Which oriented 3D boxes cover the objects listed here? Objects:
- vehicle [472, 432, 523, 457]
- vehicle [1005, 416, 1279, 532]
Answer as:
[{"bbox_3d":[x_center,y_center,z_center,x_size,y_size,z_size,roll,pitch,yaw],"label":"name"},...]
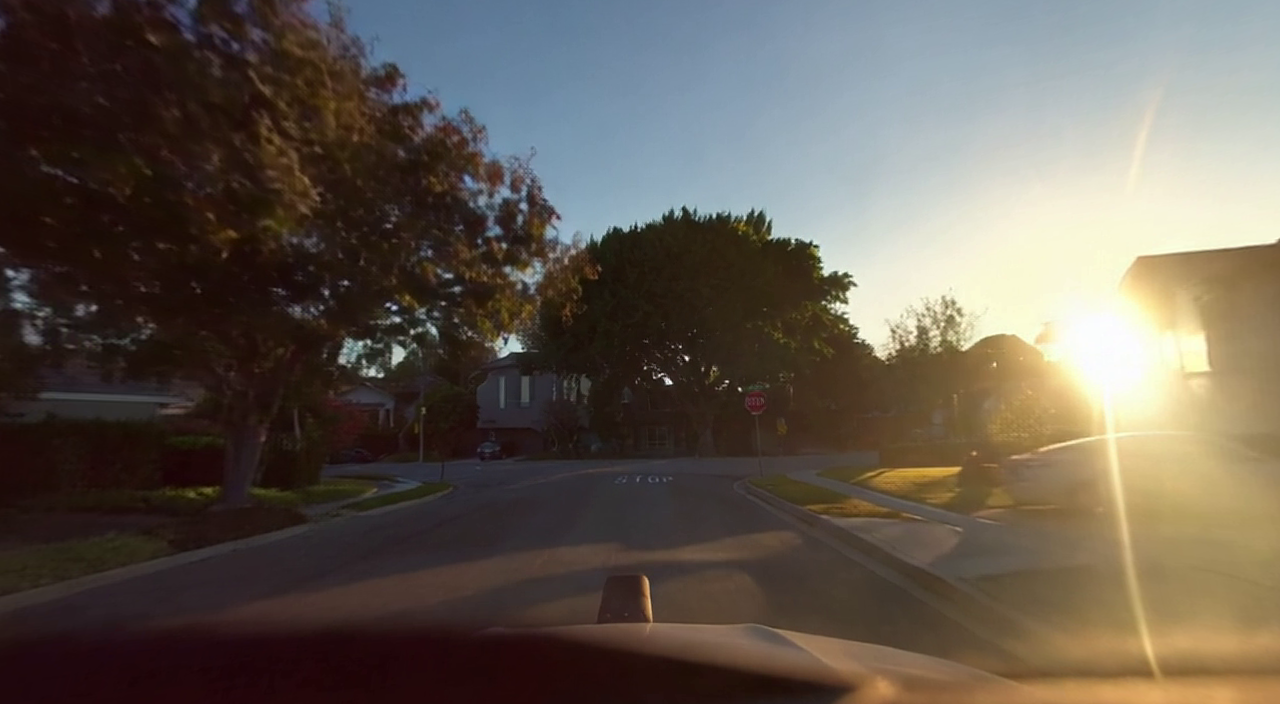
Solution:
[{"bbox_3d":[-10.207,6.658,45.544,1.883,1.732,4.038,-2,-8,15],"label":"vehicle"},{"bbox_3d":[8.145,1.755,9.424,4.477,1.506,1.834,-4,-9,27],"label":"vehicle"}]
